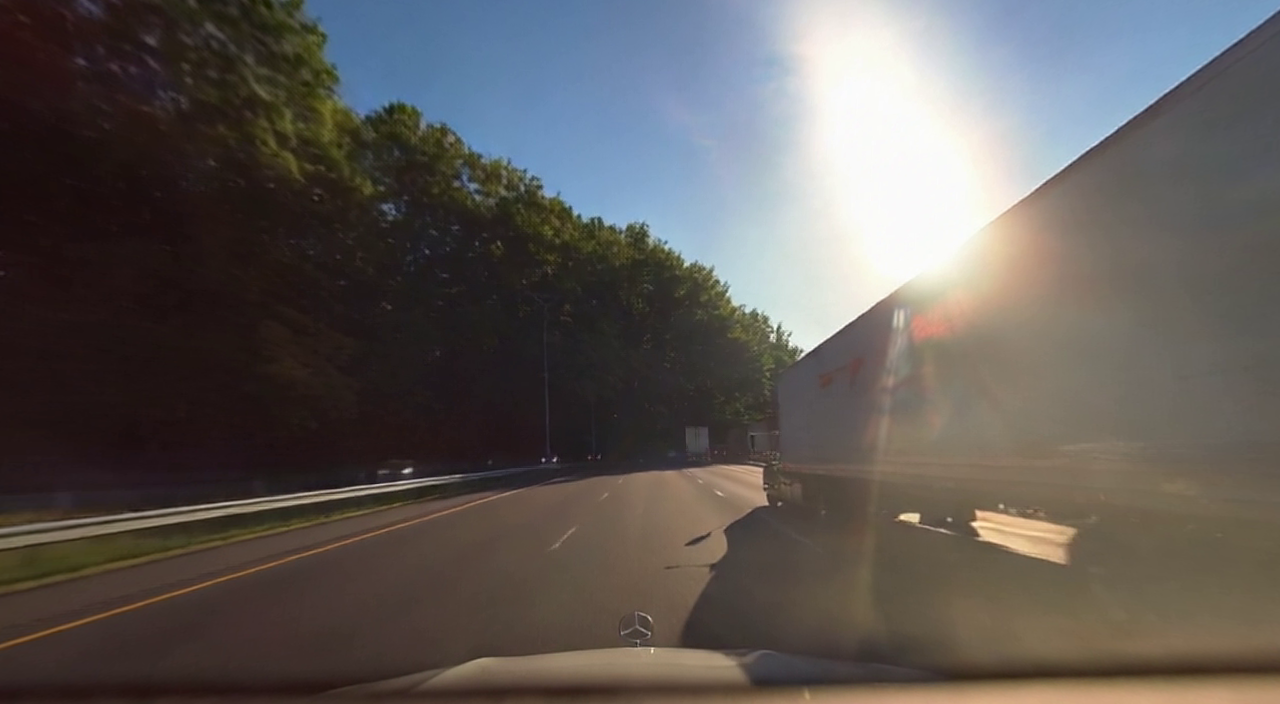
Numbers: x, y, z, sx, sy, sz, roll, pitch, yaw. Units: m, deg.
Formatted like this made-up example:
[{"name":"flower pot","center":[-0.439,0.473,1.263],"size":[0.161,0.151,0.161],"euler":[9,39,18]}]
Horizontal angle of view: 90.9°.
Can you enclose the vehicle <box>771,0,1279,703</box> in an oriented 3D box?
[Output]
[{"name":"vehicle","center":[4.459,0.464,7.587],"size":[2.859,3.984,14.045],"euler":[0,-9,0]}]
